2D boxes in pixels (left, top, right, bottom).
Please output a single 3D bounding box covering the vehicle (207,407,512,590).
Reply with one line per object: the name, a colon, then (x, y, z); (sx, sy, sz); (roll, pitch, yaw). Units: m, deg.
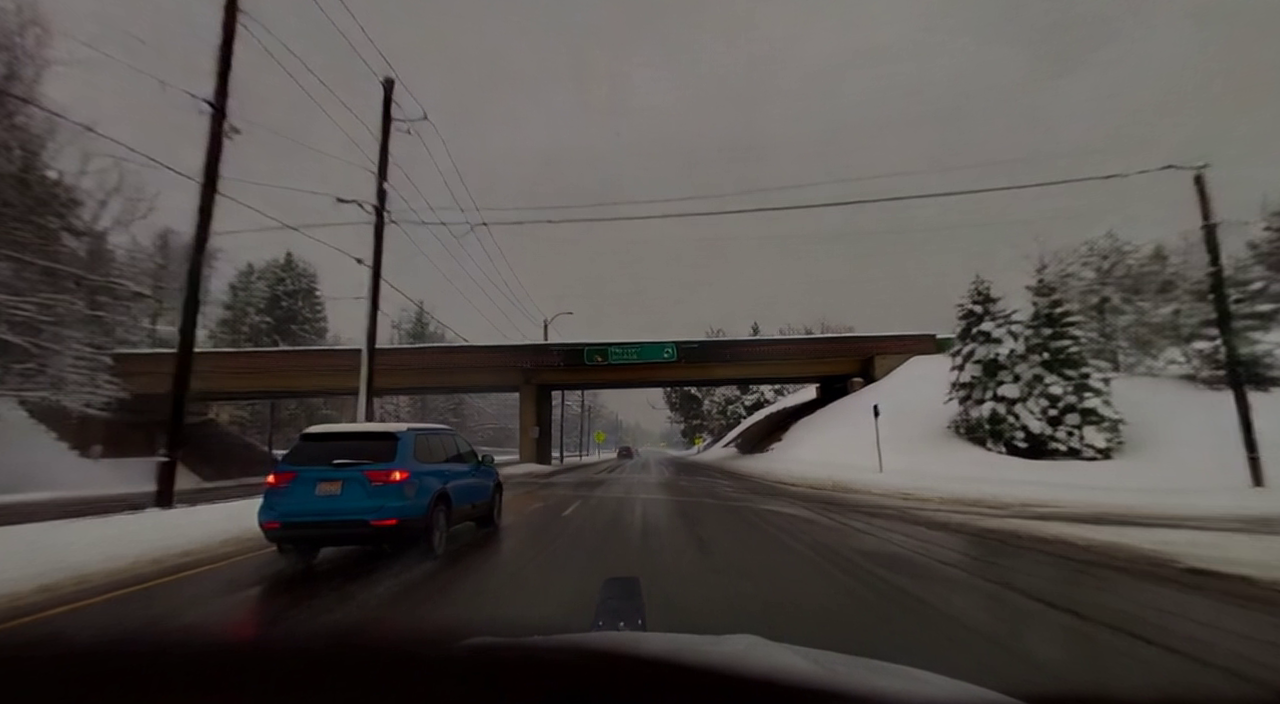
vehicle: (-3.093, 1.702, 8.139); (1.882, 1.704, 4.335); (0, -8, 1)
